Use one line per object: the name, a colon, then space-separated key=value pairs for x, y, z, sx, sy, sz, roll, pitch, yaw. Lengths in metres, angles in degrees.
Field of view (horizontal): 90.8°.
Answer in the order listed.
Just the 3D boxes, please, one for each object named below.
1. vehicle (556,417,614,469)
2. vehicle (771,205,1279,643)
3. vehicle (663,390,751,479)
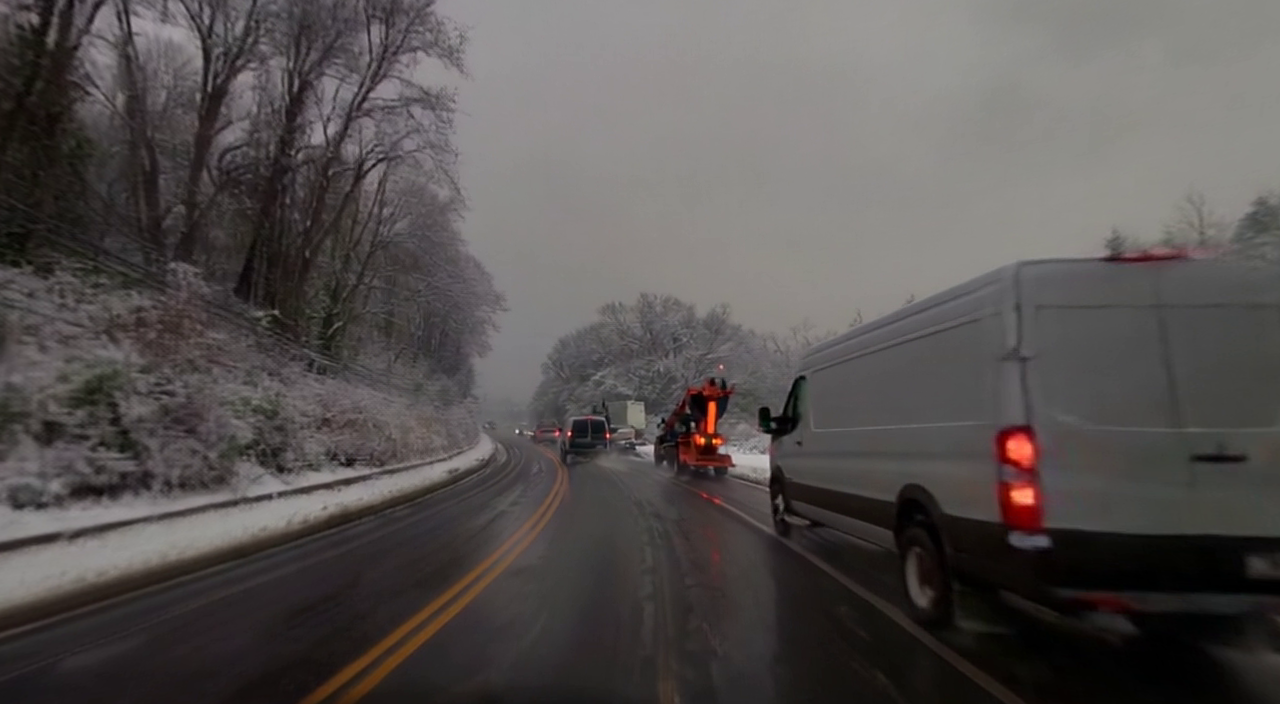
vehicle: x=-2.668 y=4.262 z=29.531 sx=2.362 sy=2.223 sz=4.892 roll=1 pitch=-9 yaw=-8
vehicle: x=4.380 y=1.046 z=9.040 sx=3.126 sy=3.310 sz=8.534 roll=0 pitch=-8 yaw=0
vehicle: x=2.428 y=3.186 z=24.180 sx=2.703 sy=3.066 sz=4.047 roll=1 pitch=-8 yaw=-3
